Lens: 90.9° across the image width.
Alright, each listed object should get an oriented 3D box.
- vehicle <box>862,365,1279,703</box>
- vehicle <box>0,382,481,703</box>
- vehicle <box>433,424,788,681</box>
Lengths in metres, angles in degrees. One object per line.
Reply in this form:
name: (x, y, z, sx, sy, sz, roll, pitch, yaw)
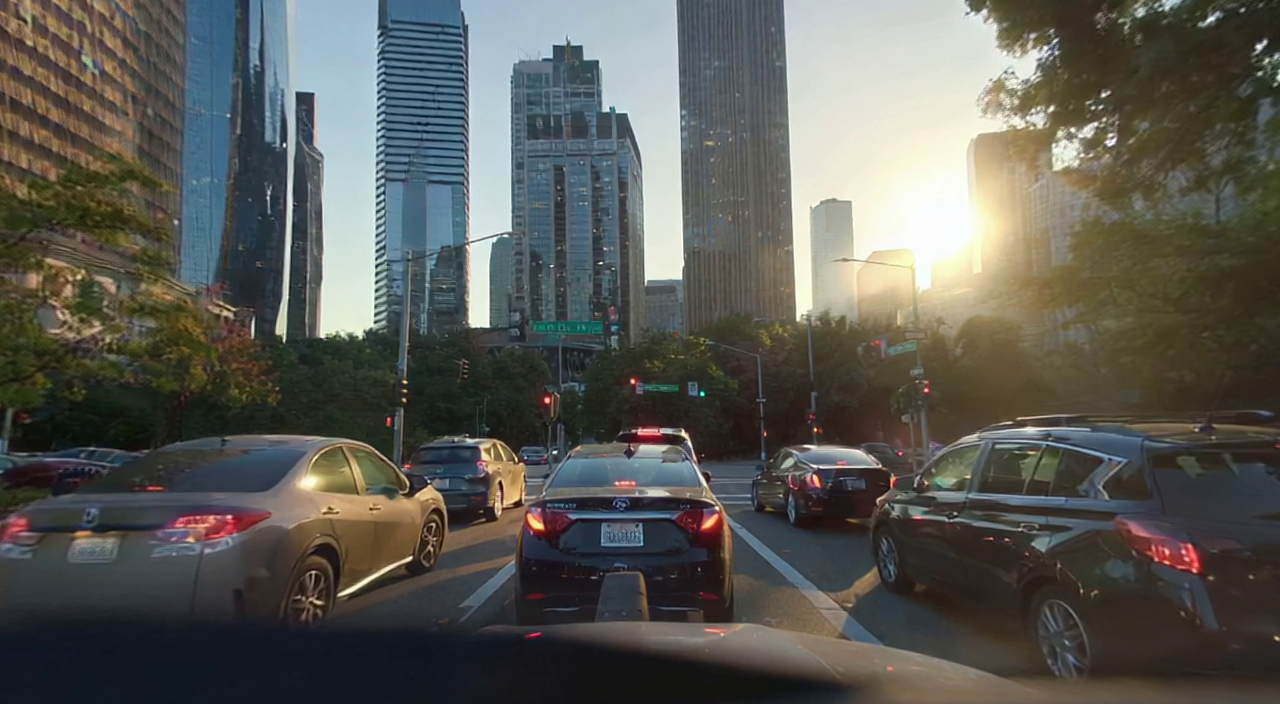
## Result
vehicle: (3.340, 1.155, 4.174, 2.179, 1.631, 4.173, 0, -8, 0)
vehicle: (-3.122, 1.351, 5.574, 2.181, 1.723, 4.550, 0, -8, 1)
vehicle: (-0.162, 1.436, 5.578, 2.031, 1.461, 3.763, 0, -8, 0)
